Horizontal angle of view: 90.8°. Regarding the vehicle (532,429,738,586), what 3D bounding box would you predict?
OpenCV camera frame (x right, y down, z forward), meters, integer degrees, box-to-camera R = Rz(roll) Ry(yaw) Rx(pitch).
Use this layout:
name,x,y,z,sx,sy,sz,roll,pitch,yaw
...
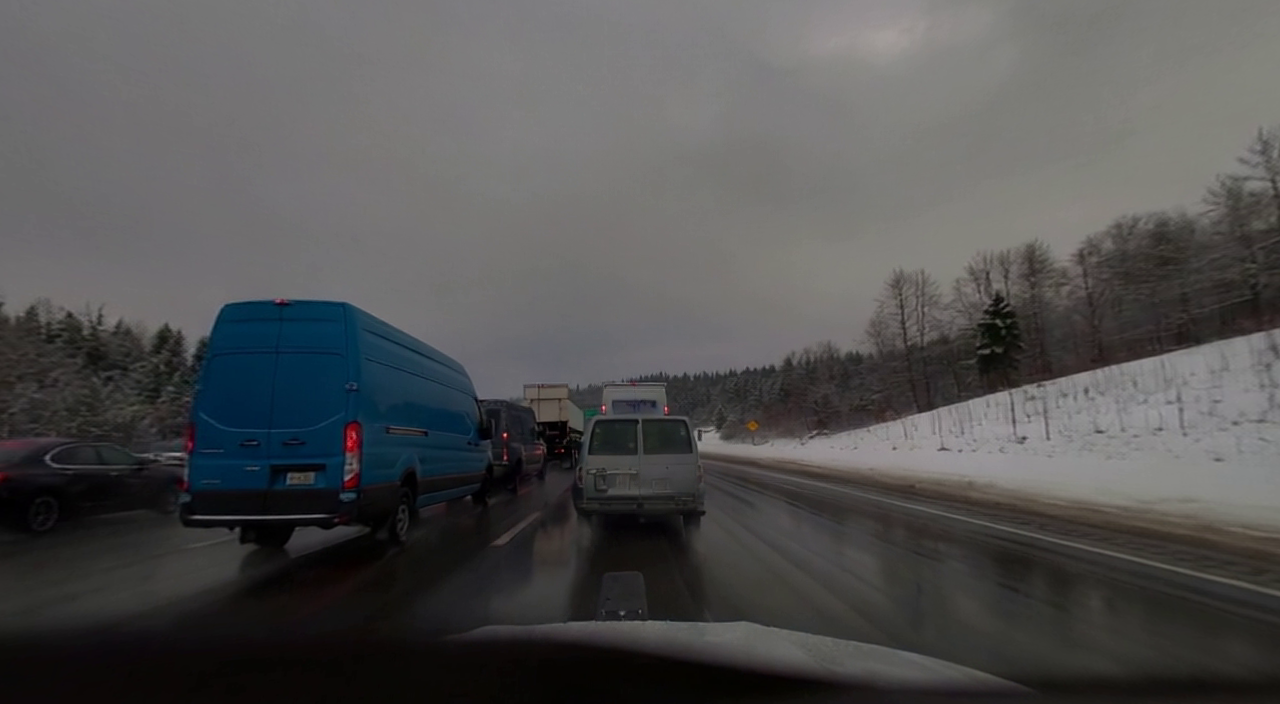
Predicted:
name,x,y,z,sx,sy,sz,roll,pitch,yaw
vehicle,-0.076,1.778,7.888,1.995,1.495,3.380,0,-9,-1

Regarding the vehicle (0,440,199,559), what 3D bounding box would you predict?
name,x,y,z,sx,sy,sz,roll,pitch,yaw
vehicle,-8.876,2.070,9.348,1.797,1.466,3.924,0,-9,0

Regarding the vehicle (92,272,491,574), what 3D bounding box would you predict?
name,x,y,z,sx,sy,sz,roll,pitch,yaw
vehicle,-4.066,1.135,9.380,2.254,2.879,6.656,0,-9,-2
